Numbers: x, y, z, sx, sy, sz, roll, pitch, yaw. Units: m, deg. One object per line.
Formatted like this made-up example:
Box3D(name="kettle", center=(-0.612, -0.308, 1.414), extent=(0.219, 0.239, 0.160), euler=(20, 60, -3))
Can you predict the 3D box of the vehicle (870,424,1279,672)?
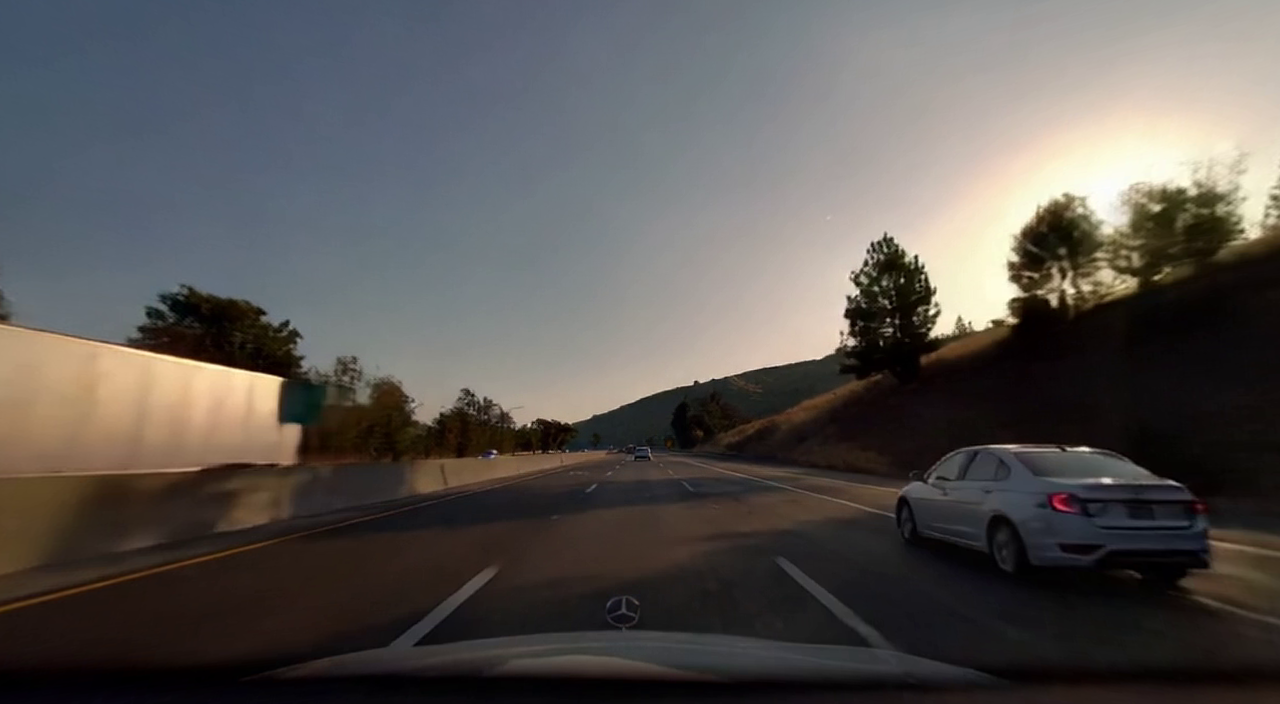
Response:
Box3D(name="vehicle", center=(4.015, 1.527, 6.027), extent=(1.976, 1.495, 4.217), euler=(0, -9, 0))
